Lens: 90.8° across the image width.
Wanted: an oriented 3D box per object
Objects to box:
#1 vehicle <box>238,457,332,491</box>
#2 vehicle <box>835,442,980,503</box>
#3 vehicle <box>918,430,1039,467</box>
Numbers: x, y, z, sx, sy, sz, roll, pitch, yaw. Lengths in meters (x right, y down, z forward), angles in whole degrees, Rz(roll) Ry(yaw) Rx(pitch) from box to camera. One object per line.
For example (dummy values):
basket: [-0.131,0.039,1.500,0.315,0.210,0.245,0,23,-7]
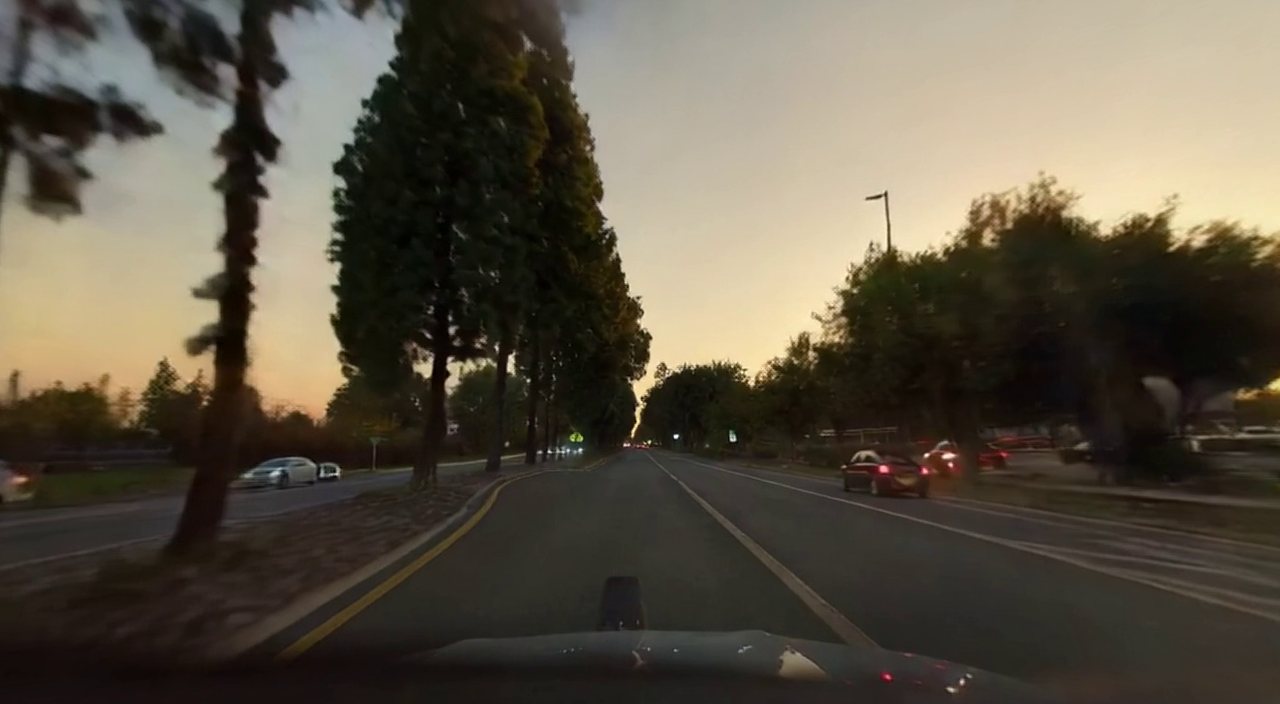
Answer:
vehicle: [-17.796,6.119,31.985,1.961,1.437,4.867,0,-8,0]
vehicle: [7.193,3.257,17.615,1.961,1.465,4.468,0,-8,-2]
vehicle: [16.601,4.758,31.180,4.807,1.768,1.947,-1,-8,2]
